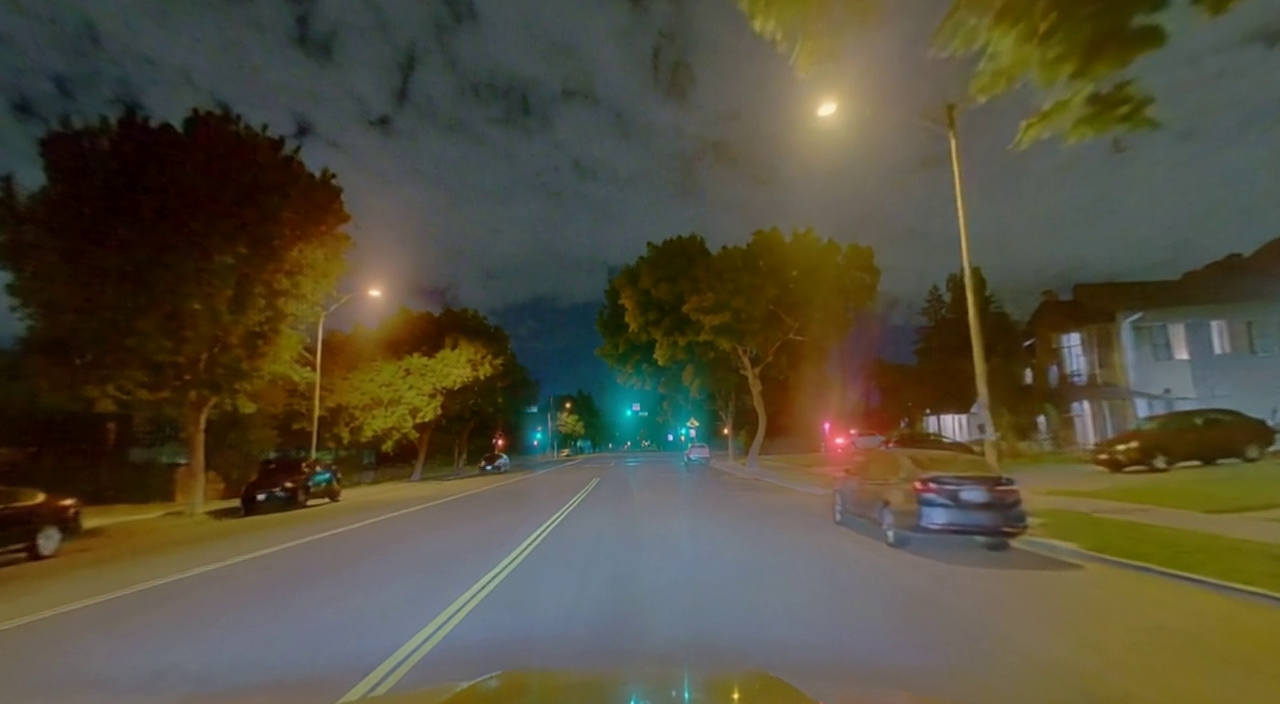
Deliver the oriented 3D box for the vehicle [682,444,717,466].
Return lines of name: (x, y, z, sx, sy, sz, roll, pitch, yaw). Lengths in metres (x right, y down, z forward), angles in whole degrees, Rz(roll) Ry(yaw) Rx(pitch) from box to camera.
vehicle: (4.283, 7.503, 46.309, 1.963, 1.477, 4.804, 0, -9, -1)

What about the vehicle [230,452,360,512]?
vehicle: (-11.416, 4.271, 21.325, 1.977, 1.753, 4.278, 0, -8, 0)

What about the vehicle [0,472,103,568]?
vehicle: (-11.350, 2.751, 10.079, 1.867, 1.471, 4.139, 0, -9, 1)

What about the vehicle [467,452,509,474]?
vehicle: (-11.774, 8.608, 49.221, 2.029, 1.550, 4.562, -1, -8, 1)

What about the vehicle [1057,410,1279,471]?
vehicle: (14.491, 2.440, 17.347, 4.660, 1.546, 1.916, 0, -8, 0)

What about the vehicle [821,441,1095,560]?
vehicle: (4.536, 2.150, 9.952, 2.063, 1.444, 4.217, 0, -8, -1)
